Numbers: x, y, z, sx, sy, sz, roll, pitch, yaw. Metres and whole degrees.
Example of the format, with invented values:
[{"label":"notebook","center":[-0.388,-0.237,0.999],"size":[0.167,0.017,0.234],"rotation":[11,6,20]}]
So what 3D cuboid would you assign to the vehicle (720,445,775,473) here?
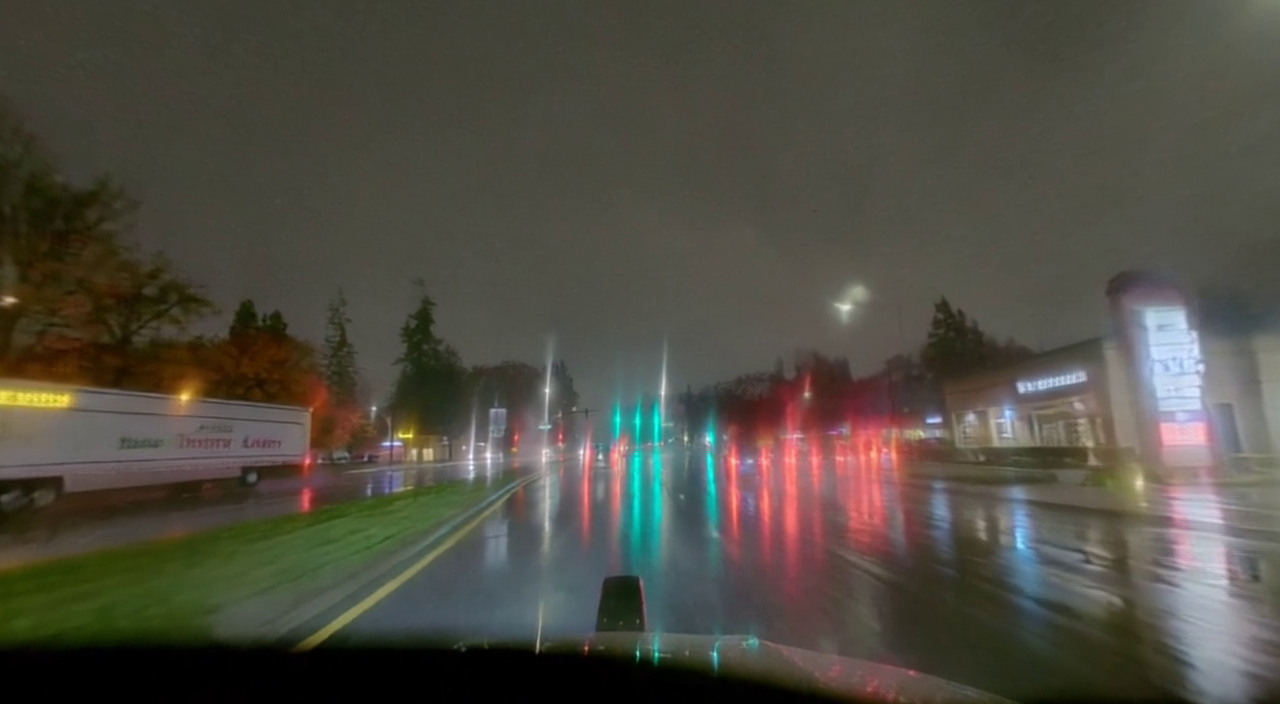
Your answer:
[{"label":"vehicle","center":[6.022,6.020,35.883],"size":[2.075,1.475,4.571],"rotation":[0,-8,-4]}]

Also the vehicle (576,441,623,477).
[{"label":"vehicle","center":[-1.916,5.010,29.883],"size":[2.072,1.545,4.578],"rotation":[0,-8,-4]}]

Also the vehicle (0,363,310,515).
[{"label":"vehicle","center":[-19.250,3.535,25.107],"size":[3.133,4.167,16.699],"rotation":[-1,-8,1]}]
